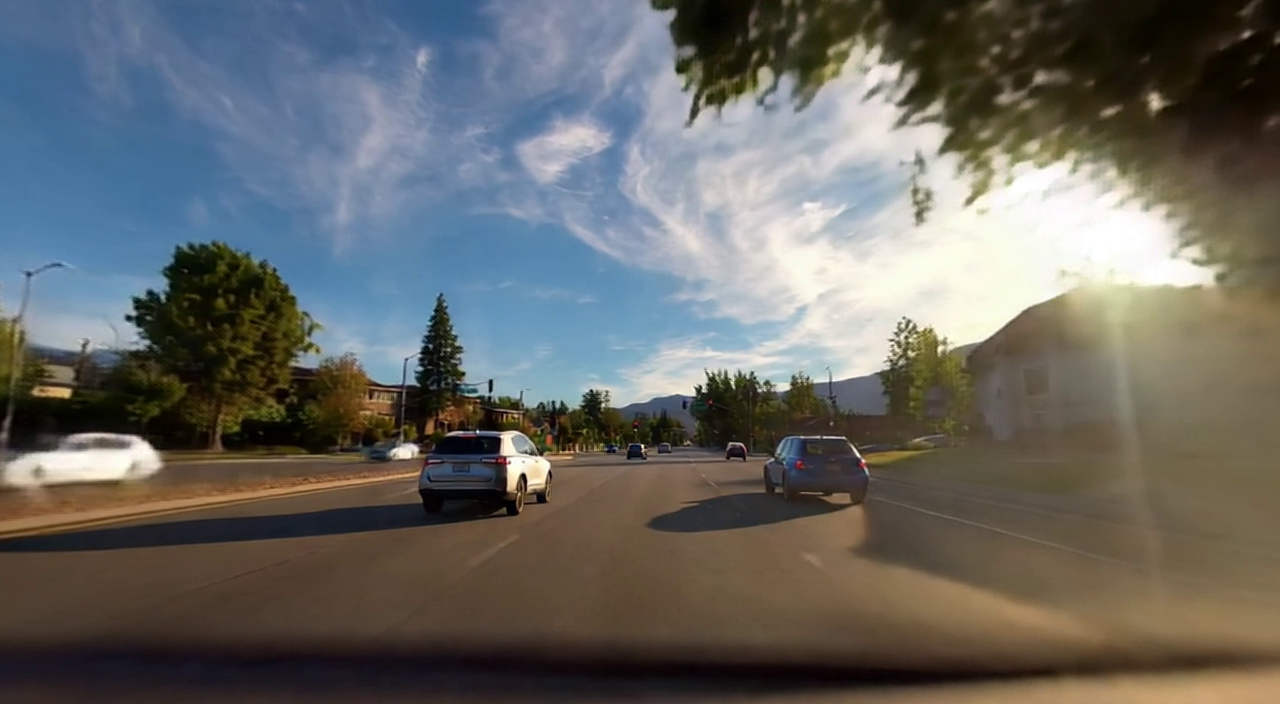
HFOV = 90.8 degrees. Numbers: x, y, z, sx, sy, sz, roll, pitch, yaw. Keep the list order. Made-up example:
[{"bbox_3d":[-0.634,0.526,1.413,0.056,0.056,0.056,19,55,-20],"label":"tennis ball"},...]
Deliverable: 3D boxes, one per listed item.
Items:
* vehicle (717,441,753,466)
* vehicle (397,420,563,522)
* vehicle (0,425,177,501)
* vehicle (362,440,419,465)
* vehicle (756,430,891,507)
[{"bbox_3d":[6.690,7.165,44.827,2.169,1.669,4.037,0,-9,4],"label":"vehicle"},{"bbox_3d":[-2.994,2.358,13.026,2.045,1.688,4.632,0,-9,2],"label":"vehicle"},{"bbox_3d":[-15.182,2.898,16.842,1.980,1.728,4.653,0,-9,2],"label":"vehicle"},{"bbox_3d":[-17.493,7.052,44.566,1.914,1.669,4.429,-1,-9,5],"label":"vehicle"},{"bbox_3d":[4.389,2.867,15.953,2.132,1.659,4.387,0,-9,0],"label":"vehicle"}]
